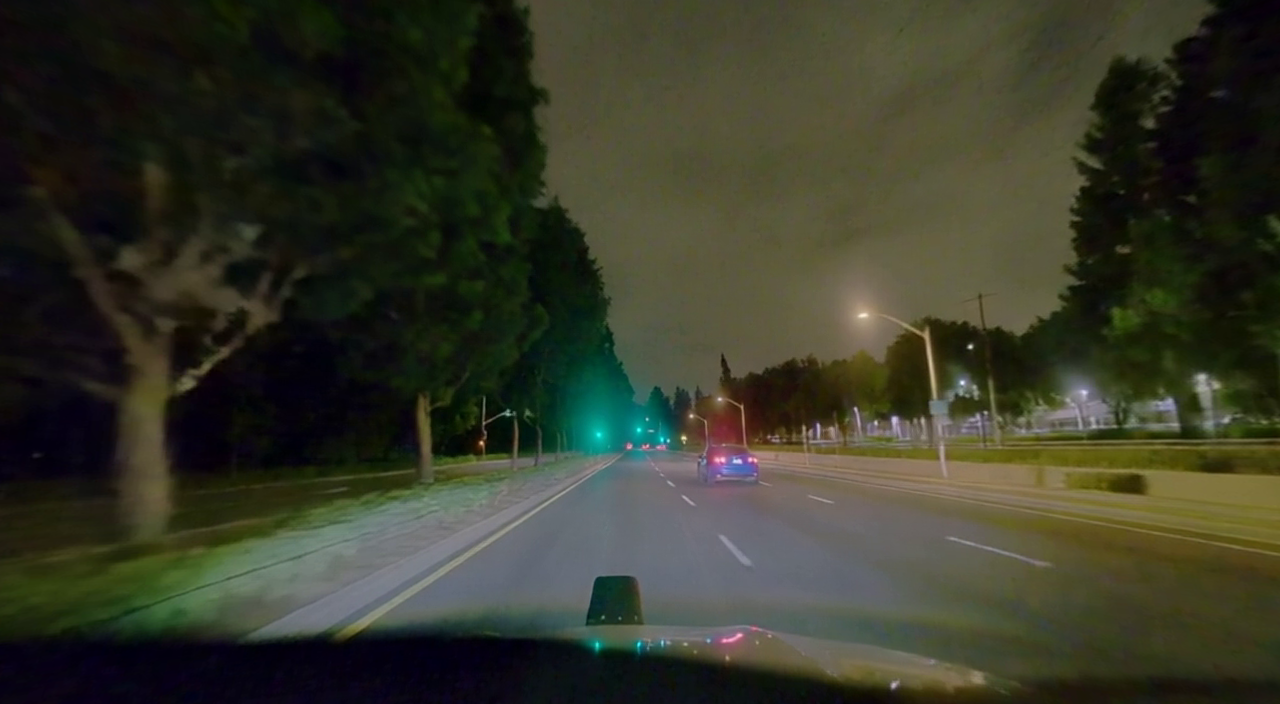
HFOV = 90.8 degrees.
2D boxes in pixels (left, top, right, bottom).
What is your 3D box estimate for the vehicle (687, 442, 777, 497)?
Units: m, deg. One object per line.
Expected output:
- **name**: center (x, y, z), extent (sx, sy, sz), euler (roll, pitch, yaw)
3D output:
- **vehicle**: center (2.663, 3.524, 19.346), extent (2.056, 1.483, 4.091), euler (0, -8, -2)
